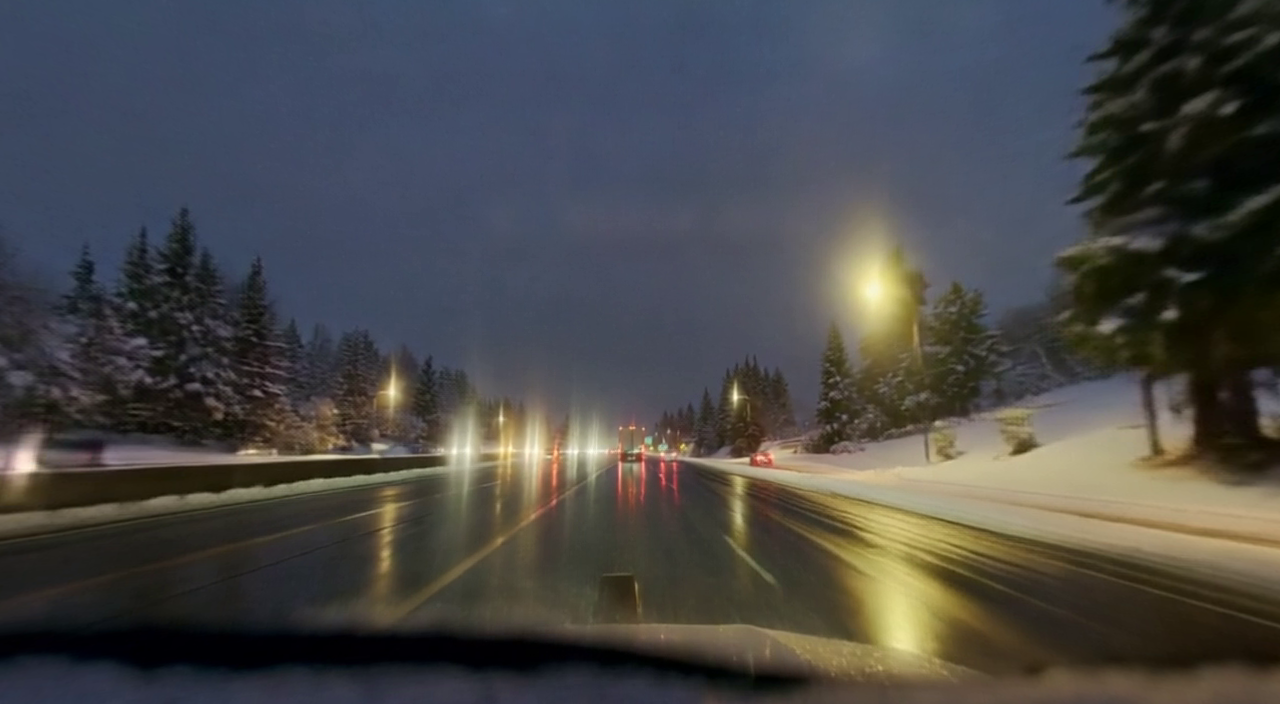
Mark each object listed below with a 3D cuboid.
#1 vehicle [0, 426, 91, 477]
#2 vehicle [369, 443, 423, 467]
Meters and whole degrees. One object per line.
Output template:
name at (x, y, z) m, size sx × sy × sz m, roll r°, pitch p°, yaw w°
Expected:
vehicle at (-22.798, 3.557, 22.567) m, size 1.982 × 1.703 × 4.855 m, roll 0°, pitch -9°, yaw 0°
vehicle at (-15.768, 6.682, 41.069) m, size 1.877 × 1.467 × 4.044 m, roll 0°, pitch -9°, yaw 0°
